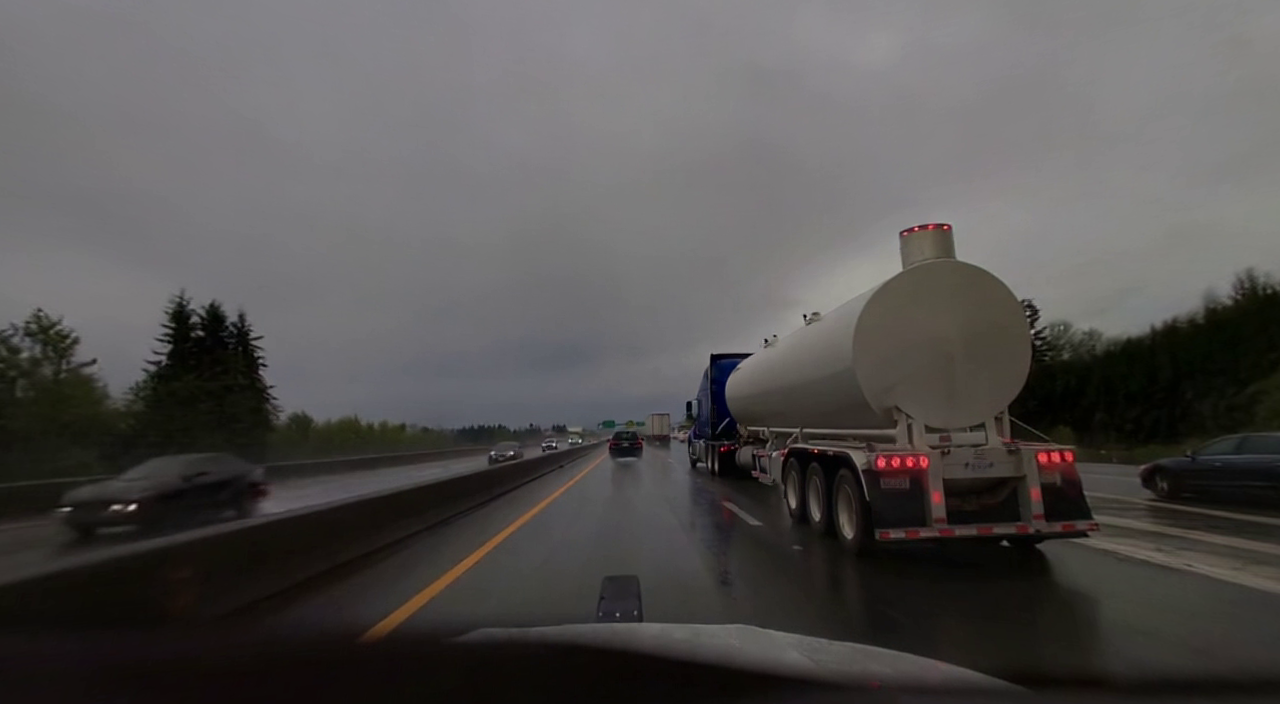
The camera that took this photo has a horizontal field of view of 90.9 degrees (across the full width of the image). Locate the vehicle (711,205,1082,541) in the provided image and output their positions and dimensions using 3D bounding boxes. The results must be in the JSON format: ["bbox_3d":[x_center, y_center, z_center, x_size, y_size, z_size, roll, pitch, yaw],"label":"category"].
[{"bbox_3d":[3.441,0.805,11.929,2.826,3.905,9.262,0,-8,-2],"label":"vehicle"}]

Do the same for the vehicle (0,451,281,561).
[{"bbox_3d":[-8.499,2.542,11.205,1.853,1.459,4.228,0,-8,-2],"label":"vehicle"}]

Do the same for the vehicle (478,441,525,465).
[{"bbox_3d":[-9.609,7.010,44.007,2.161,1.495,4.774,0,-8,0],"label":"vehicle"}]

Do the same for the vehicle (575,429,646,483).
[{"bbox_3d":[-0.849,3.165,19.510,2.000,1.510,3.518,0,-8,-1],"label":"vehicle"}]

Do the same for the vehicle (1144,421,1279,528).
[{"bbox_3d":[9.794,1.744,9.078,1.739,1.471,3.889,0,-8,-2],"label":"vehicle"}]
